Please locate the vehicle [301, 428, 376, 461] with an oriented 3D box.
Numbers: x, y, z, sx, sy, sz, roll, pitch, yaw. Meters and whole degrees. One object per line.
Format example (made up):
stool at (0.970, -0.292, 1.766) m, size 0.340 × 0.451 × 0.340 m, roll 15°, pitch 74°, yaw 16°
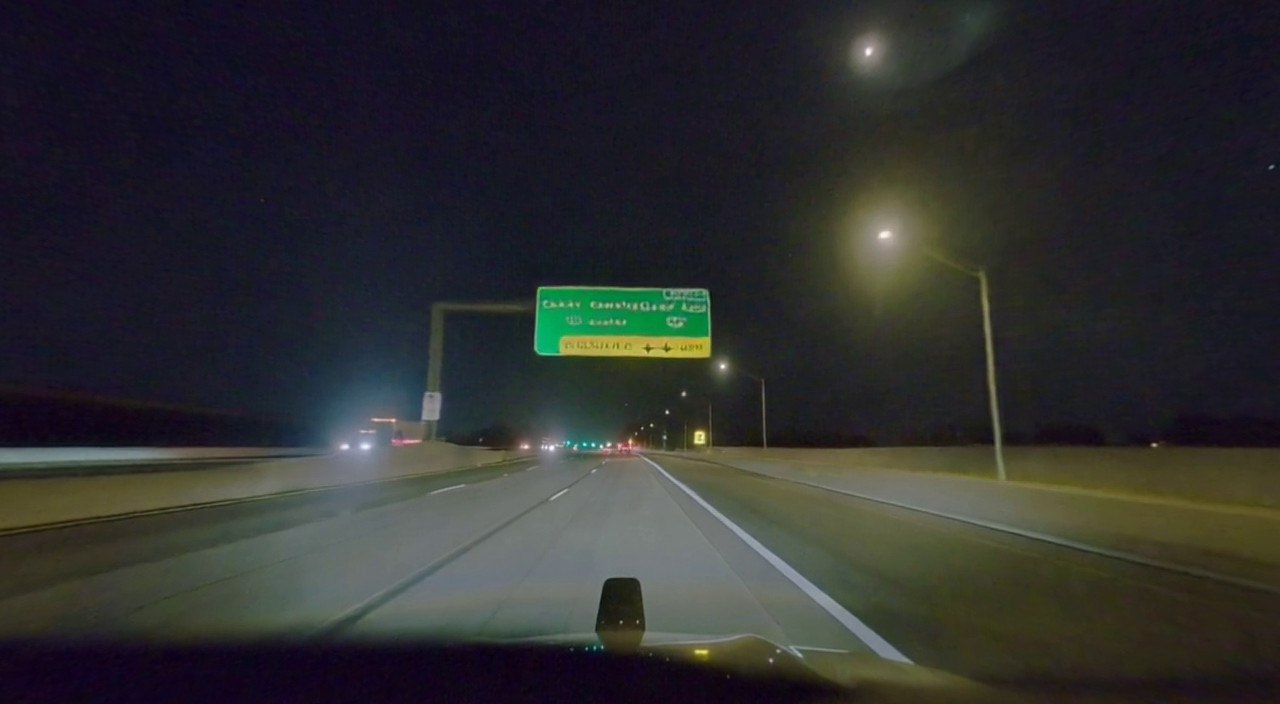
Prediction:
vehicle at (-22.052, 6.829, 46.530) m, size 2.297 × 2.239 × 6.653 m, roll 0°, pitch -9°, yaw -1°
